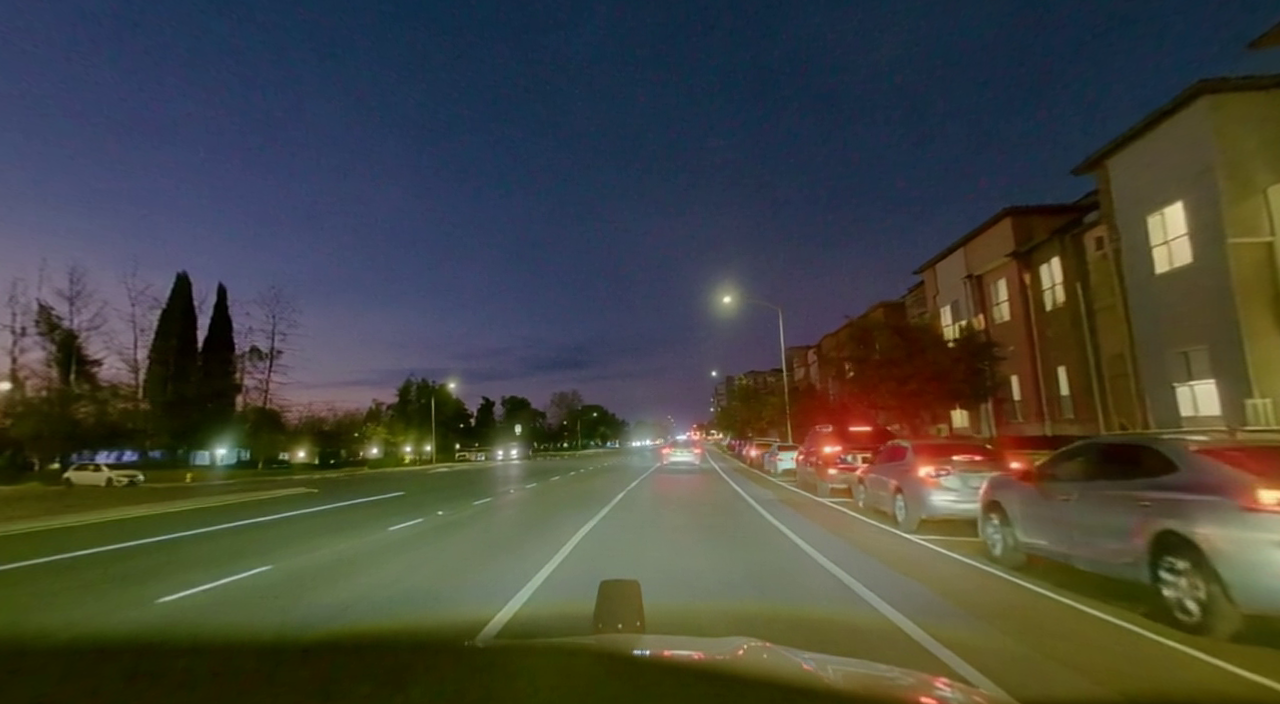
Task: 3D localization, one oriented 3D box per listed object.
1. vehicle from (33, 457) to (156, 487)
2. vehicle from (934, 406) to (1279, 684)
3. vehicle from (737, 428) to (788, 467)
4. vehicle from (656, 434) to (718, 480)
[{"bbox_3d":[-29.079,6.396,33.709,4.591,1.468,1.805,1,-8,-8],"label":"vehicle"},{"bbox_3d":[4.498,1.342,5.427,1.839,1.498,4.751,-1,-8,3],"label":"vehicle"},{"bbox_3d":[6.160,4.872,32.156,2.018,1.813,4.701,-1,-8,5],"label":"vehicle"},{"bbox_3d":[1.672,3.754,22.783,2.011,1.480,4.170,-1,-8,4],"label":"vehicle"}]
